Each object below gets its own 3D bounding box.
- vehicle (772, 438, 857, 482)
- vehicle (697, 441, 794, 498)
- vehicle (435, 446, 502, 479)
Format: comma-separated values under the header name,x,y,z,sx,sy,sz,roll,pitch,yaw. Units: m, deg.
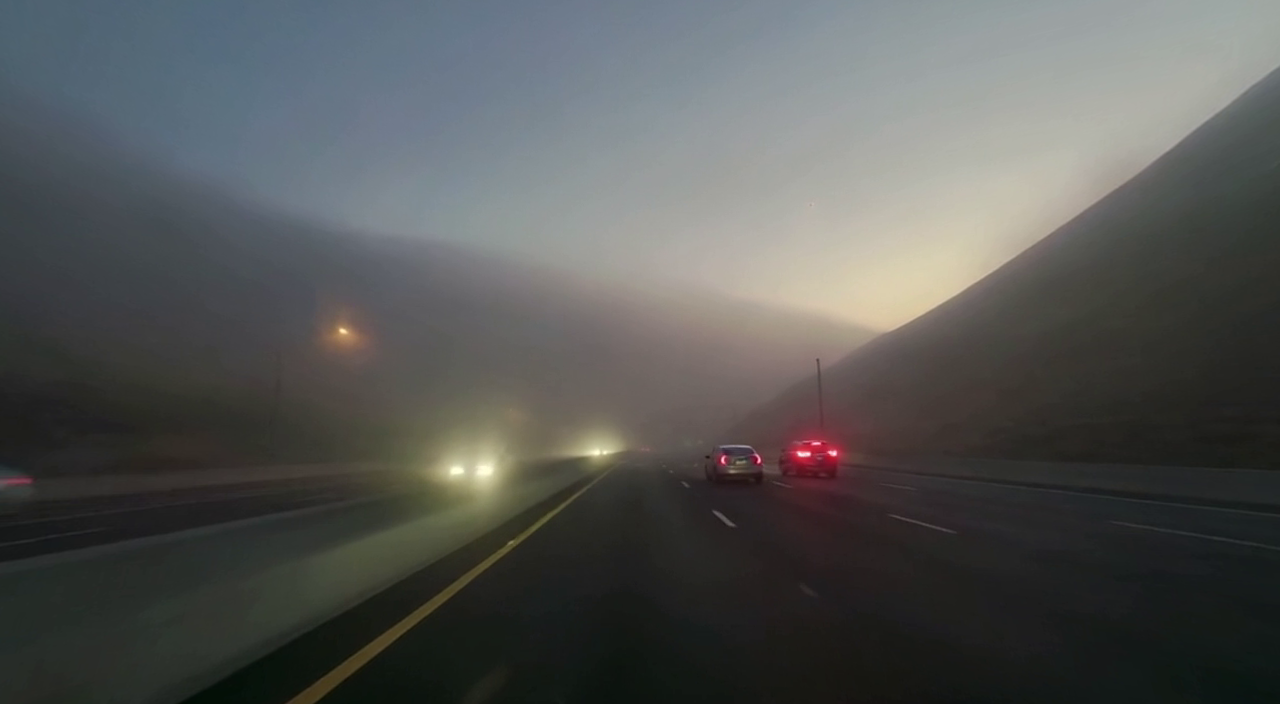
name,x,y,z,sx,sy,sz,roll,pitch,yaw
vehicle,6.719,4.195,24.890,1.988,1.530,4.777,0,-8,0
vehicle,2.874,3.303,18.177,2.044,1.444,4.216,0,-8,-1
vehicle,-8.690,5.645,32.403,2.163,1.544,4.355,0,-8,0
